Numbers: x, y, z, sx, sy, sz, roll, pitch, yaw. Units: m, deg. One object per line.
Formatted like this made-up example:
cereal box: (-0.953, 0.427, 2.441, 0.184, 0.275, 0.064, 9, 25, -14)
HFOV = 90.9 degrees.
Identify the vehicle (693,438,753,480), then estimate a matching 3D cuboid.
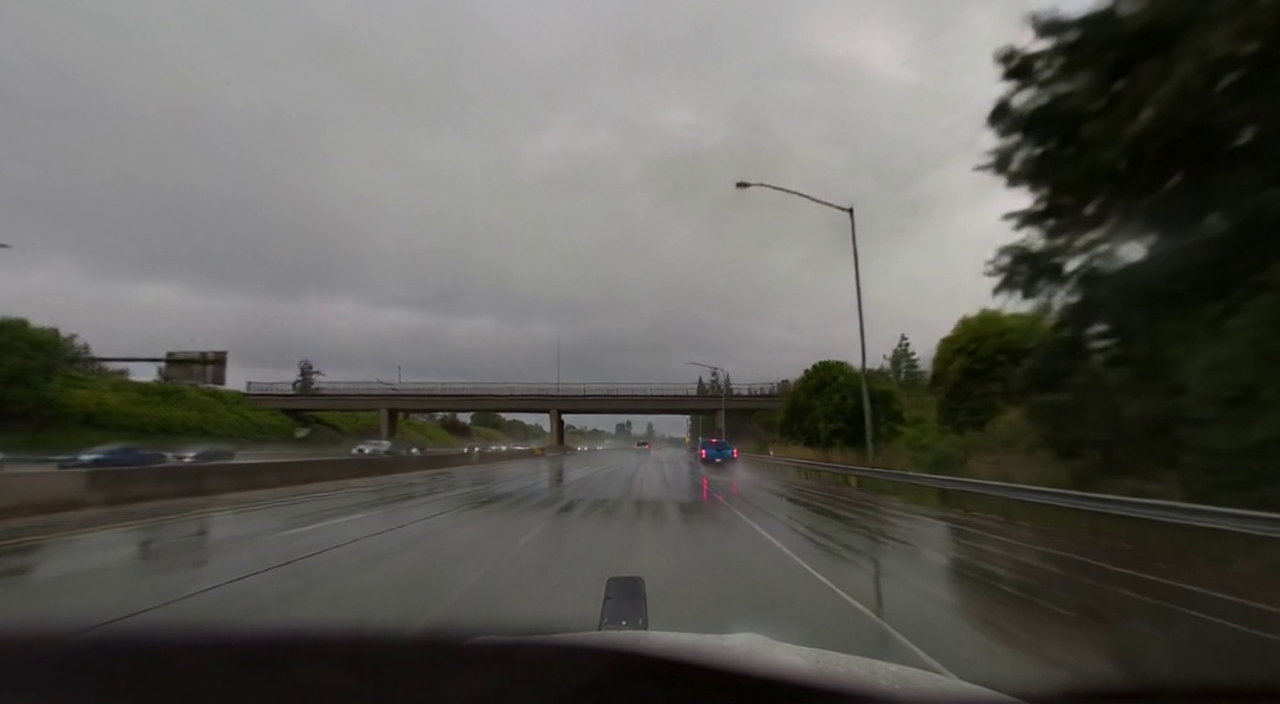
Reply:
vehicle: (3.481, 4.575, 27.402, 2.010, 1.637, 4.940, 0, -8, 1)

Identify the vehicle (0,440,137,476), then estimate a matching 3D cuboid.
vehicle: (-27.559, 5.069, 30.543, 1.974, 1.576, 5.230, 0, -8, 1)

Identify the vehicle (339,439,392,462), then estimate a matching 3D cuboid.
vehicle: (-20.164, 7.266, 46.546, 1.855, 1.628, 4.049, -1, -8, 3)

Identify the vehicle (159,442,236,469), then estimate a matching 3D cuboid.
vehicle: (-24.248, 5.656, 34.711, 1.588, 1.402, 3.523, 0, -8, 2)
